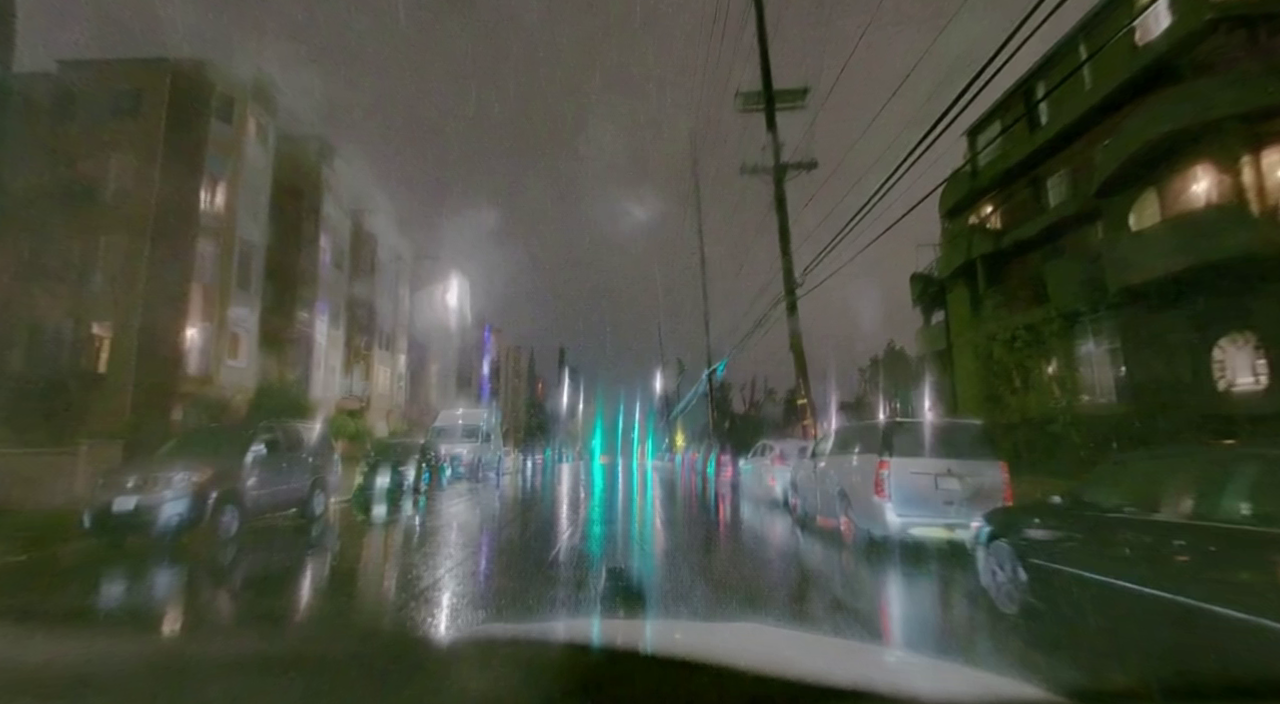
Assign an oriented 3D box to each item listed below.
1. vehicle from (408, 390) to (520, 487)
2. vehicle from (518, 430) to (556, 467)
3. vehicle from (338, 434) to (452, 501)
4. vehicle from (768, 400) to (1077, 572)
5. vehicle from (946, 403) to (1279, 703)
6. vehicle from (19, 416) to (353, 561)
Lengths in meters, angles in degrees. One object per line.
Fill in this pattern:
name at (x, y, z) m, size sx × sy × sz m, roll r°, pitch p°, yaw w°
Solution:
vehicle at (-7.542, 3.866, 28.013) m, size 2.901 × 3.610 × 6.707 m, roll -3°, pitch -9°, yaw 1°
vehicle at (-7.213, 6.818, 44.516) m, size 1.889 × 2.463 × 4.142 m, roll 0°, pitch -9°, yaw 1°
vehicle at (-7.747, 3.699, 20.494) m, size 1.955 × 1.804 × 4.523 m, roll -3°, pitch -9°, yaw -1°
vehicle at (3.651, 1.842, 9.476) m, size 2.185 × 1.888 × 4.724 m, roll 0°, pitch -9°, yaw -4°
vehicle at (3.799, 1.067, 3.127) m, size 2.051 × 1.550 × 4.938 m, roll 0°, pitch -9°, yaw 0°
vehicle at (-7.592, 2.283, 11.566) m, size 2.209 × 2.003 × 5.270 m, roll 0°, pitch -8°, yaw -1°
